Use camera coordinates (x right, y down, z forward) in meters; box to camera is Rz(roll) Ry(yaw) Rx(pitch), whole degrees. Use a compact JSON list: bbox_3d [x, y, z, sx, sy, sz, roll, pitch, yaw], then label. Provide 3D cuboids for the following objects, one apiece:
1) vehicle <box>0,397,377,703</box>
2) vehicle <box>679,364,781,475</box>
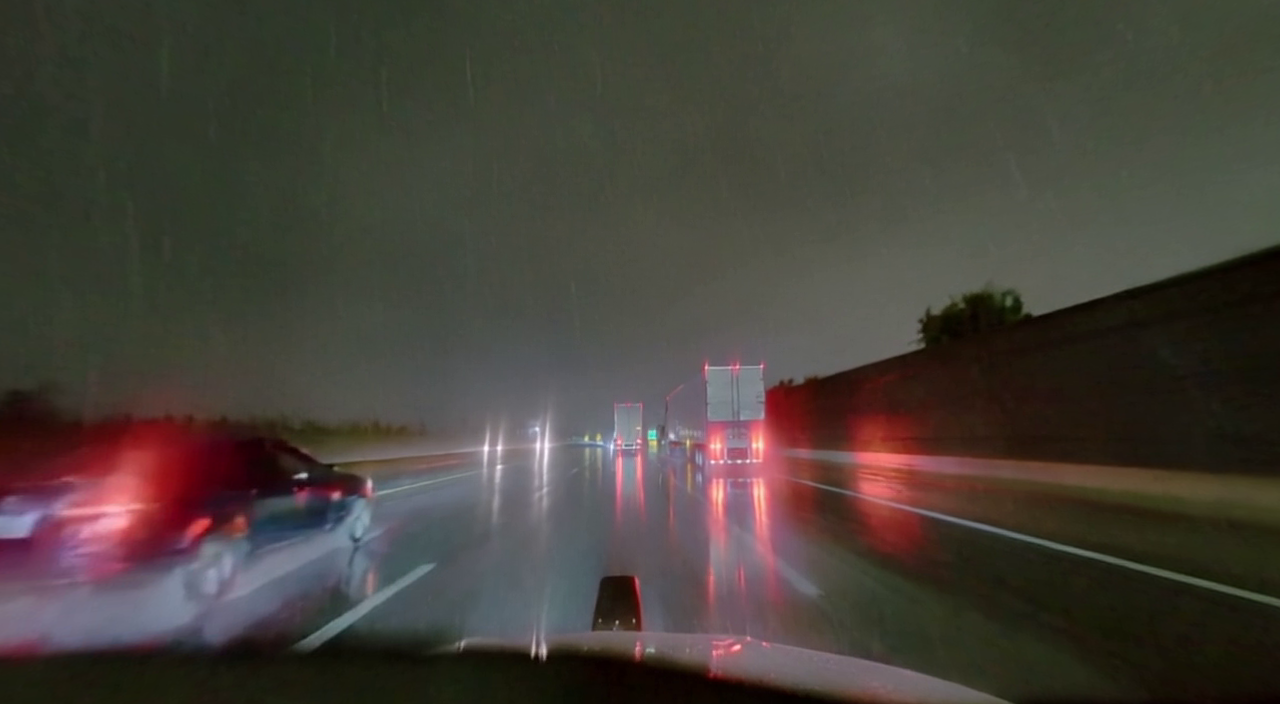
[{"bbox_3d":[-4.107,1.231,4.621,2.208,1.542,5.138,0,-8,-1],"label":"vehicle"},{"bbox_3d":[3.516,2.984,27.073,2.873,3.998,8.286,0,-8,-2],"label":"vehicle"}]
